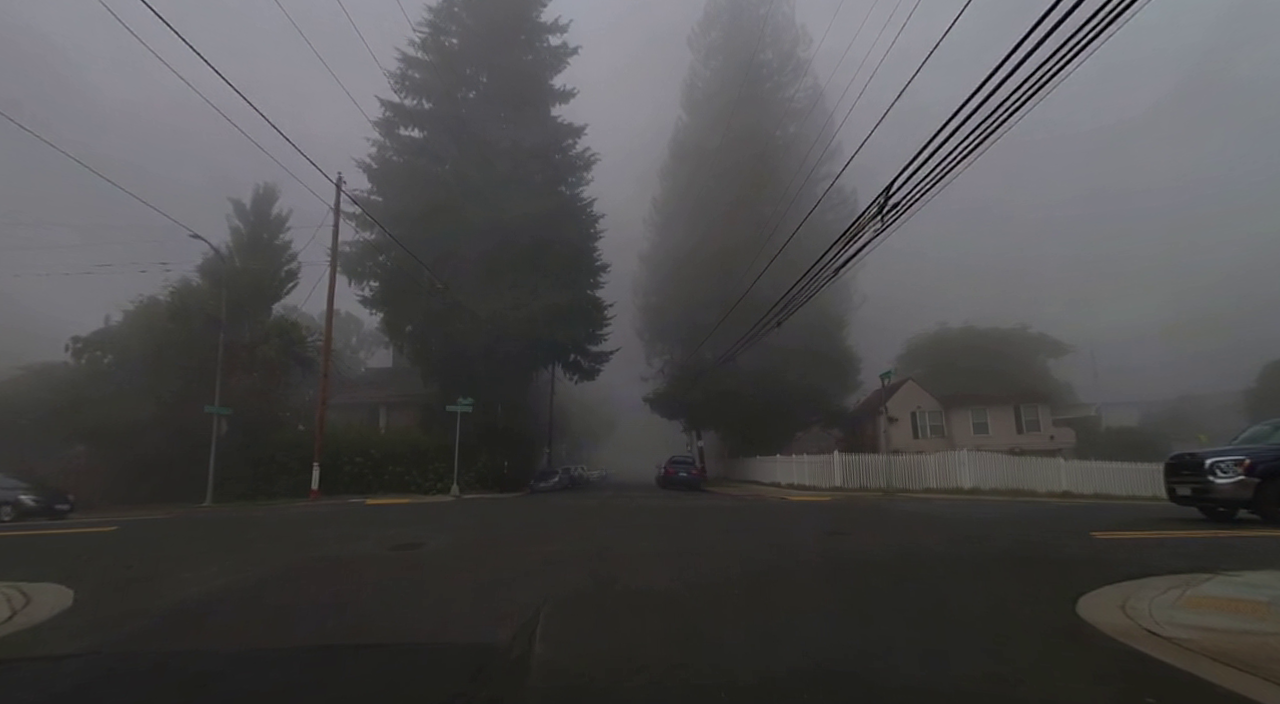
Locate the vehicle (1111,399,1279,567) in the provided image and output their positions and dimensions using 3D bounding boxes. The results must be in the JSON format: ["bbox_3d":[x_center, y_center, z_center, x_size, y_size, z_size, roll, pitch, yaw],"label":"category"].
[{"bbox_3d":[9.703,1.685,8.547,4.677,1.949,2.334,-1,-8,3],"label":"vehicle"}]

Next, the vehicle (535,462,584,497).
[{"bbox_3d":[-4.299,6.933,34.610,2.189,1.771,4.571,0,-10,-1],"label":"vehicle"}]

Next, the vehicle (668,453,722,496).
[{"bbox_3d":[2.589,5.957,31.067,2.051,1.874,4.459,0,-8,-3],"label":"vehicle"}]
